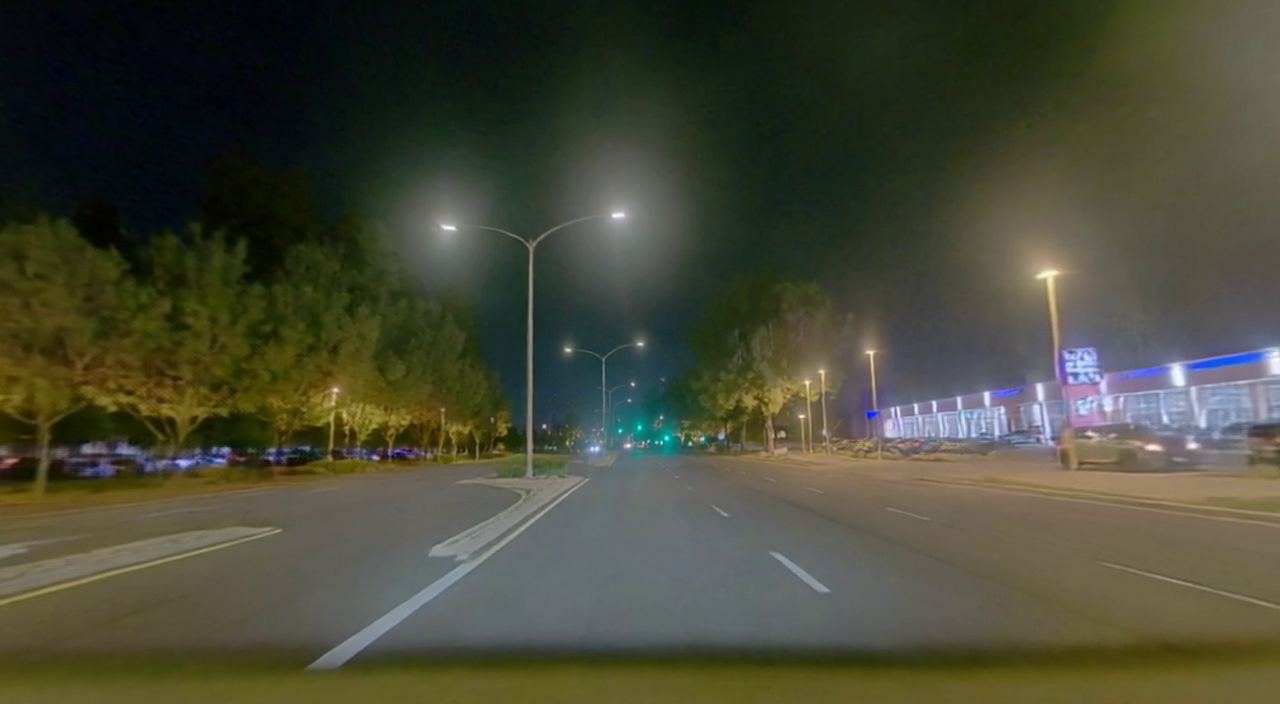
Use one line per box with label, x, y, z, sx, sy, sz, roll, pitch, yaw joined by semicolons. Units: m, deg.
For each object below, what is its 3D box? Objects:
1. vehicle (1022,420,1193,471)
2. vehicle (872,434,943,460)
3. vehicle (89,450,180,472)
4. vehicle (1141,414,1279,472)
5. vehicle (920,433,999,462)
vehicle;17.204;3.510;23.742;2.196;1.667;5.262;0;-8;-3
vehicle;18.258;6.464;43.109;4.493;1.632;1.985;4;-10;-28
vehicle;-36.894;7.939;46.211;1.861;1.463;4.791;-6;-10;35
vehicle;17.427;2.658;18.486;1.841;1.471;4.367;-2;-9;-1
vehicle;18.948;5.634;37.413;4.515;1.606;1.910;5;-10;-30
